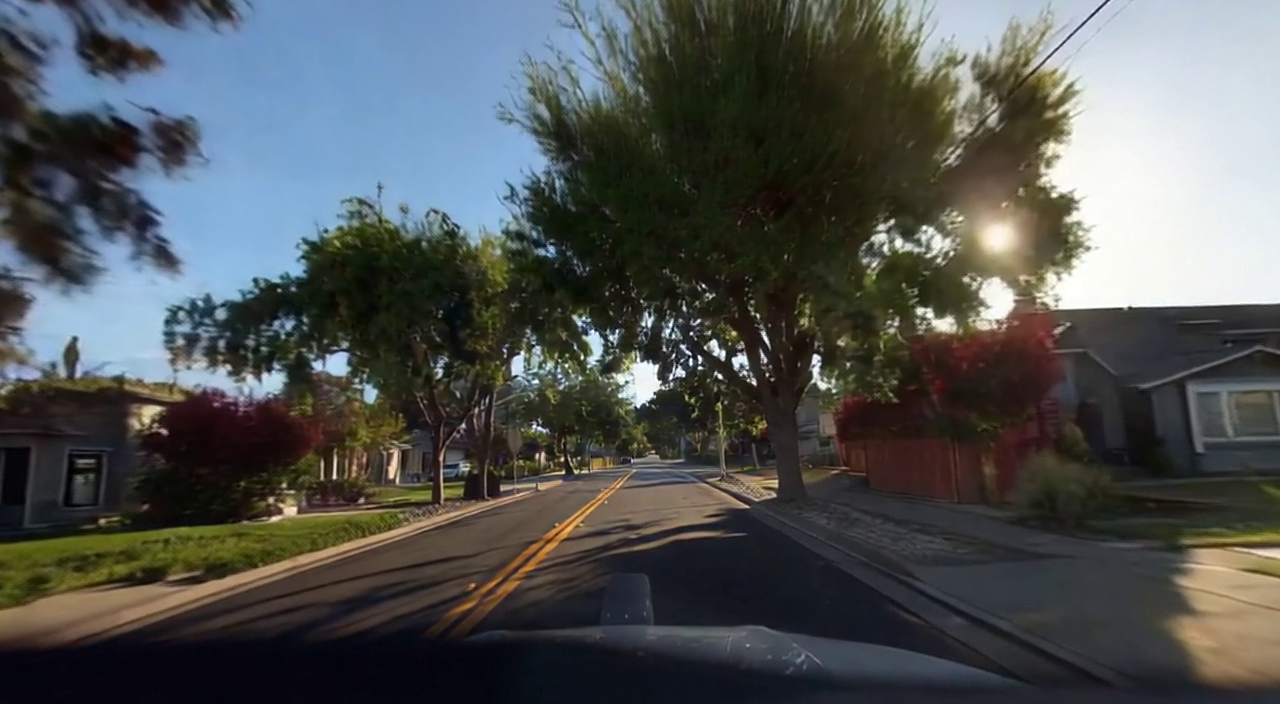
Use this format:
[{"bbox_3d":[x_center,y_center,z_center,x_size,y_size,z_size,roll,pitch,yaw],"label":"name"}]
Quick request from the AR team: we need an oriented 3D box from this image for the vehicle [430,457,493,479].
[{"bbox_3d":[-13.970,9.124,49.543,4.402,1.607,1.923,1,-8,-3],"label":"vehicle"}]
